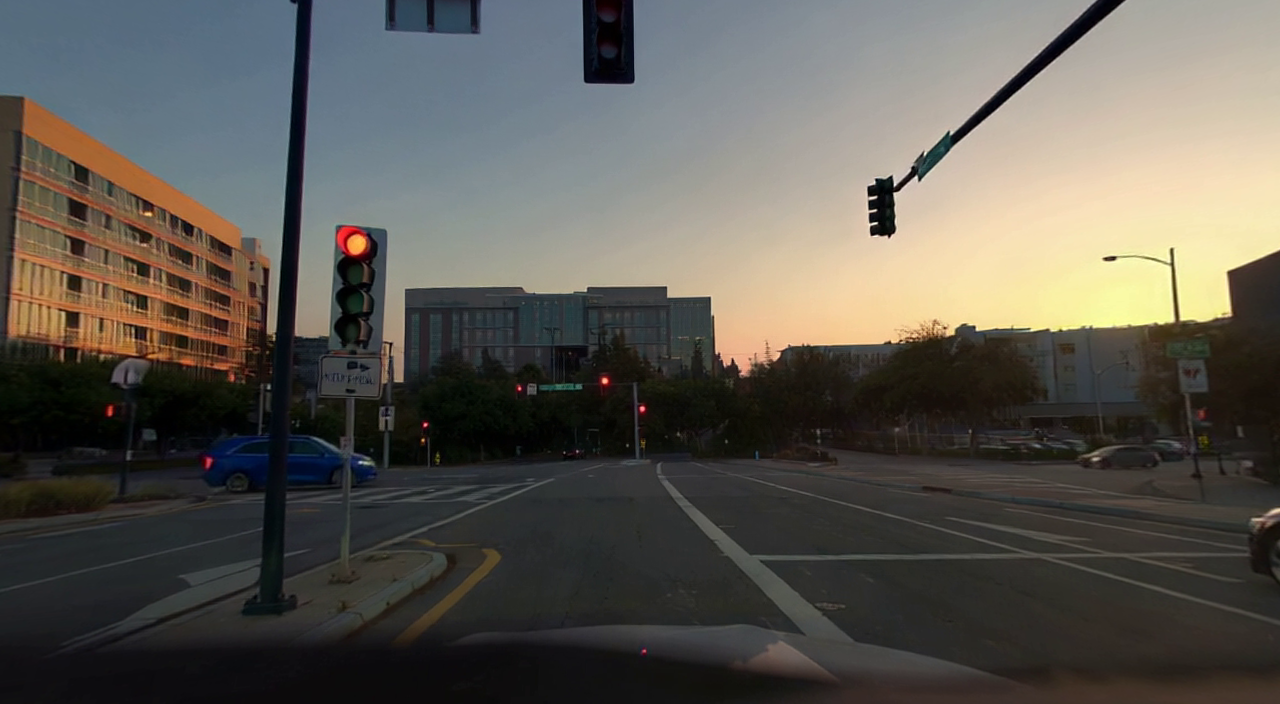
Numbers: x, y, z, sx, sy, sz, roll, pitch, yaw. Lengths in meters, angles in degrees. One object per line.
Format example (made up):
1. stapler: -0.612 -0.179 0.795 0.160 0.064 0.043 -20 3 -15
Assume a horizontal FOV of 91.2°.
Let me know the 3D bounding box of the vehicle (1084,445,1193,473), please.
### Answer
1. vehicle: 29.327 6.277 36.974 4.736 1.542 1.966 0 -9 -1

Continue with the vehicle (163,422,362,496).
1. vehicle: -16.808 4.788 28.488 7.088 3.096 2.678 2 -9 -13
